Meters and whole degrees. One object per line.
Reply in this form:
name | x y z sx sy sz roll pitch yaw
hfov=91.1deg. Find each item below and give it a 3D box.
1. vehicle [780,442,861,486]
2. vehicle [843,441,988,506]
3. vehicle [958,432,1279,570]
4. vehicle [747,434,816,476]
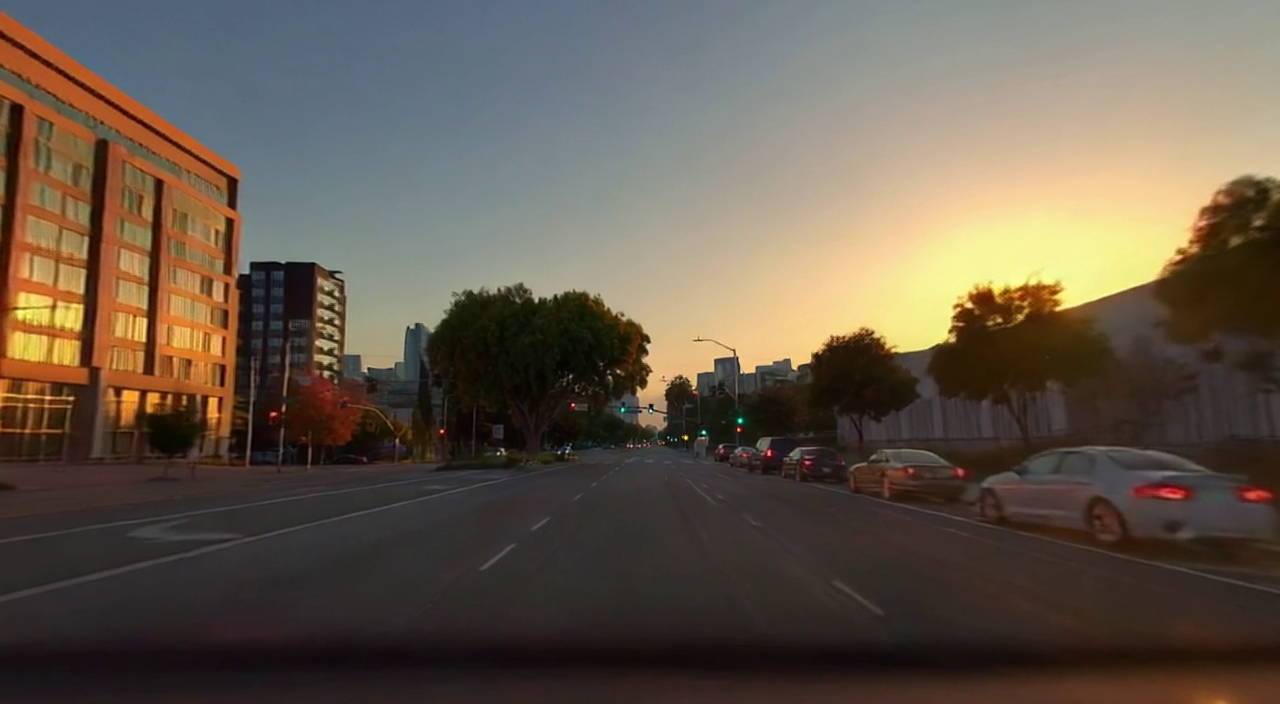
vehicle | 6.867 4.303 24.443 1.863 1.512 4.525 0 -9 1
vehicle | 7.033 3.134 16.633 1.864 1.466 4.352 0 -9 0
vehicle | 6.924 2.023 9.440 1.884 1.523 4.746 0 -9 2
vehicle | 6.800 5.042 30.839 2.169 1.876 4.931 0 -9 -1
